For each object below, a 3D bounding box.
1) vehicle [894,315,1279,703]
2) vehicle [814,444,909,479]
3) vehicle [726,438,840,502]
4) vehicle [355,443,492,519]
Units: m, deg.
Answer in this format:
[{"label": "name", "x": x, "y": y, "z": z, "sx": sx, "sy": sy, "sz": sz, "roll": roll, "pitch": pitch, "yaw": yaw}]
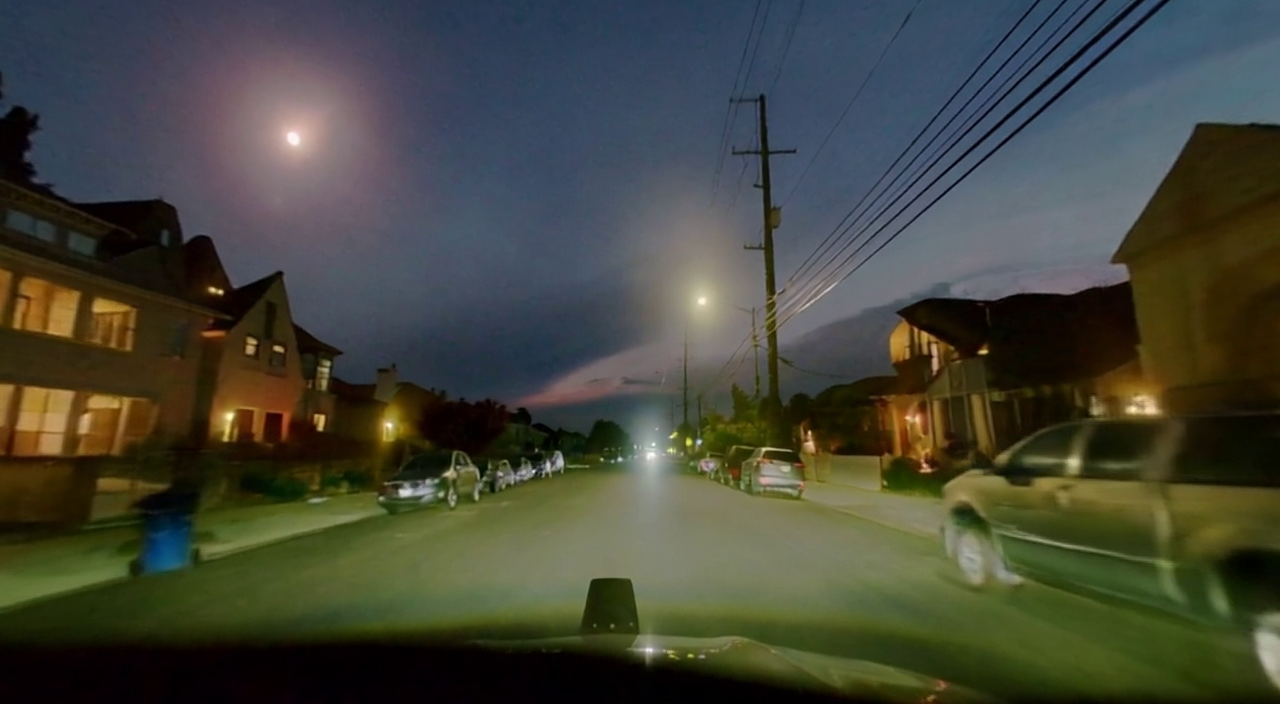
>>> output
[{"label": "vehicle", "x": 4.382, "y": 1.098, "z": 4.606, "sx": 2.547, "sy": 2.075, "sz": 5.693, "roll": 0, "pitch": -9, "yaw": -2}, {"label": "vehicle", "x": 11.861, "y": 5.862, "z": 34.040, "sx": 4.388, "sy": 1.790, "sz": 1.958, "roll": 0, "pitch": -8, "yaw": 1}, {"label": "vehicle", "x": 4.697, "y": 3.994, "z": 22.012, "sx": 2.462, "sy": 1.894, "sz": 6.076, "roll": 0, "pitch": -9, "yaw": -1}, {"label": "vehicle", "x": -5.351, "y": 3.219, "z": 16.388, "sx": 1.971, "sy": 1.648, "sz": 4.638, "roll": 0, "pitch": -9, "yaw": -1}]
